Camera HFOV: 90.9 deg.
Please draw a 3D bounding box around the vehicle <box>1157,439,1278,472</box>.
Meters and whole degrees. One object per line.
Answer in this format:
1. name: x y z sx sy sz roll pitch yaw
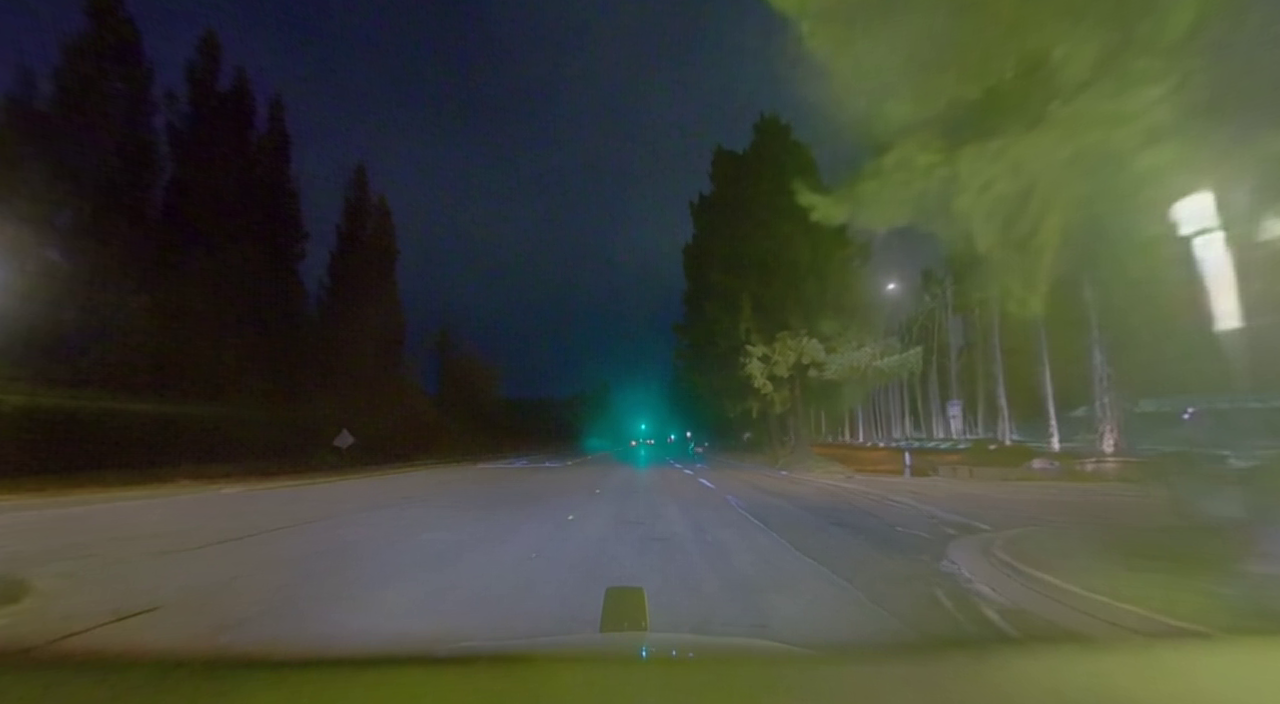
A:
1. vehicle: 28.214 5.061 31.015 1.783 1.461 4.311 0 -8 -2
